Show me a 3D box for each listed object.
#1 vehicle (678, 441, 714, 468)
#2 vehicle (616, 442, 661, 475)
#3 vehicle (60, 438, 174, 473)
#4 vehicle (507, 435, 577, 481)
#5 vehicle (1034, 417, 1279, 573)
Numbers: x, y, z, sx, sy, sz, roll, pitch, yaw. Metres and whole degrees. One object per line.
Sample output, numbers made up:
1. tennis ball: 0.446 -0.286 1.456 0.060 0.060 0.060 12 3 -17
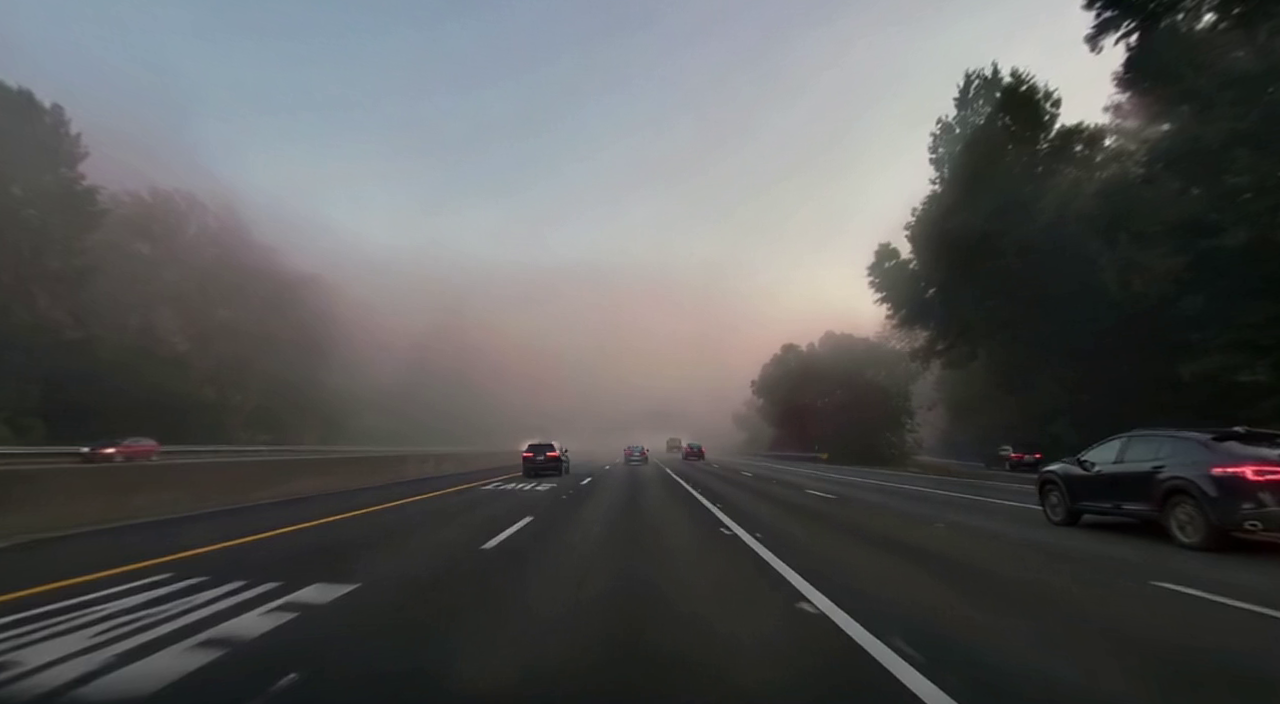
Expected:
1. vehicle: 3.602 6.656 41.111 1.936 1.625 3.991 0 -8 0
2. vehicle: -0.077 5.268 31.487 2.075 1.486 4.007 0 -9 0
3. vehicle: -28.409 5.645 34.599 2.080 1.757 4.892 0 -9 -1
4. vehicle: -4.010 4.408 26.589 2.113 1.756 4.471 0 -9 1
5. vehicle: 7.615 1.762 8.422 1.989 1.603 4.126 0 -9 0
